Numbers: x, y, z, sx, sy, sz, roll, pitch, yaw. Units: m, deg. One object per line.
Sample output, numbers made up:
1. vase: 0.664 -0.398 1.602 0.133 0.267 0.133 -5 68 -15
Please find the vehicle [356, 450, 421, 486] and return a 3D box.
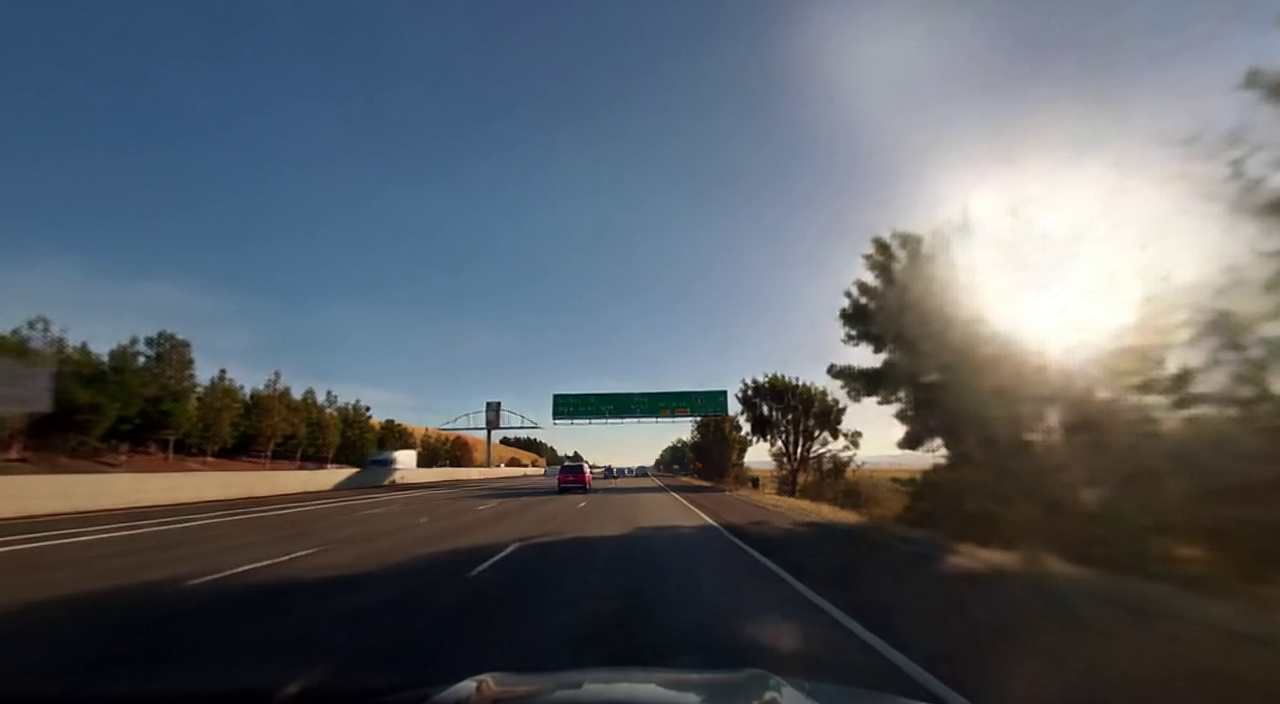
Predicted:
1. vehicle: -19.070 8.880 48.178 2.391 2.511 5.870 1 -10 1
